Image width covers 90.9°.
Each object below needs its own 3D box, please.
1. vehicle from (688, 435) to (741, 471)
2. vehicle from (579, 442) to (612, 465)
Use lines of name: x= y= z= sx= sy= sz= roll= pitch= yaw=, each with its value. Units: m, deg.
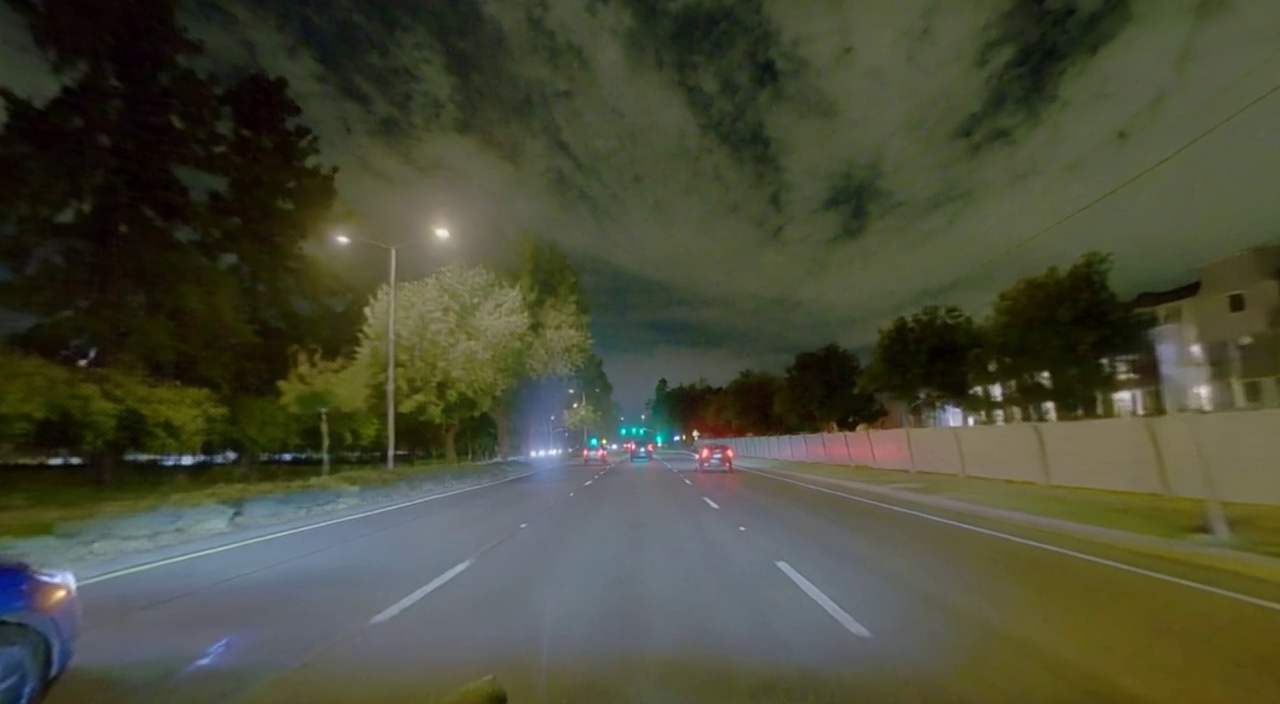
vehicle: x=3.804 y=5.235 z=32.819 sx=2.182 sy=1.688 sz=4.187 roll=0 pitch=-8 yaw=-1
vehicle: x=-2.998 y=6.912 z=43.228 sx=1.940 sy=1.473 sz=4.133 roll=0 pitch=-8 yaw=1
